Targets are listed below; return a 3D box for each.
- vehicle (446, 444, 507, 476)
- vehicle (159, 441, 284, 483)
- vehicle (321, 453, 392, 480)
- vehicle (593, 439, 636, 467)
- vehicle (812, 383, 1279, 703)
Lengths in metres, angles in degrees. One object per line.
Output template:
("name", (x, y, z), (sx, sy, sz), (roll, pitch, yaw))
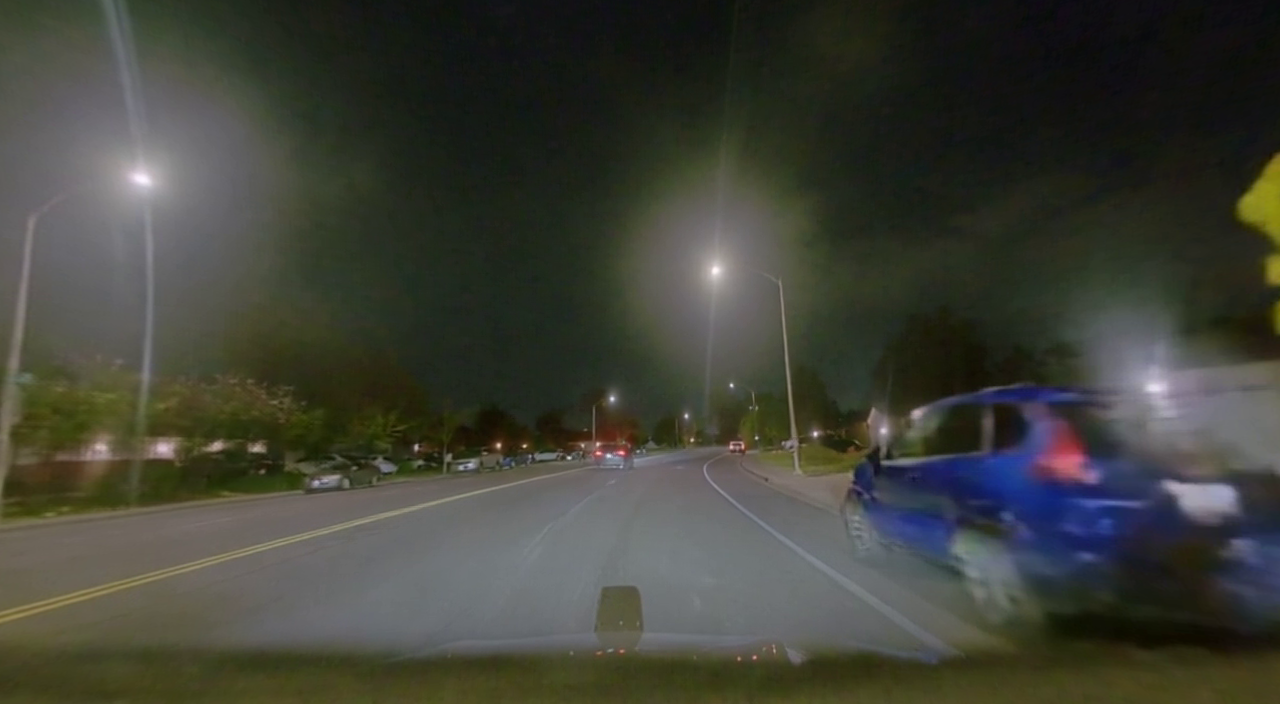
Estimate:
("vehicle", (-11.274, 7.482, 44.081), (2.157, 1.882, 5.479), (-6, -9, 7))
("vehicle", (-19.824, 5.239, 30.038), (4.628, 1.808, 1.899), (0, -12, 6))
("vehicle", (-16.529, 6.673, 37.047), (1.872, 1.396, 4.150), (-1, -8, 7))
("vehicle", (-1.650, 6.719, 42.203), (2.135, 1.731, 4.232), (-1, -8, 8))
("vehicle", (3.444, 1.331, 5.287), (2.558, 1.636, 5.261), (0, -8, 0))
